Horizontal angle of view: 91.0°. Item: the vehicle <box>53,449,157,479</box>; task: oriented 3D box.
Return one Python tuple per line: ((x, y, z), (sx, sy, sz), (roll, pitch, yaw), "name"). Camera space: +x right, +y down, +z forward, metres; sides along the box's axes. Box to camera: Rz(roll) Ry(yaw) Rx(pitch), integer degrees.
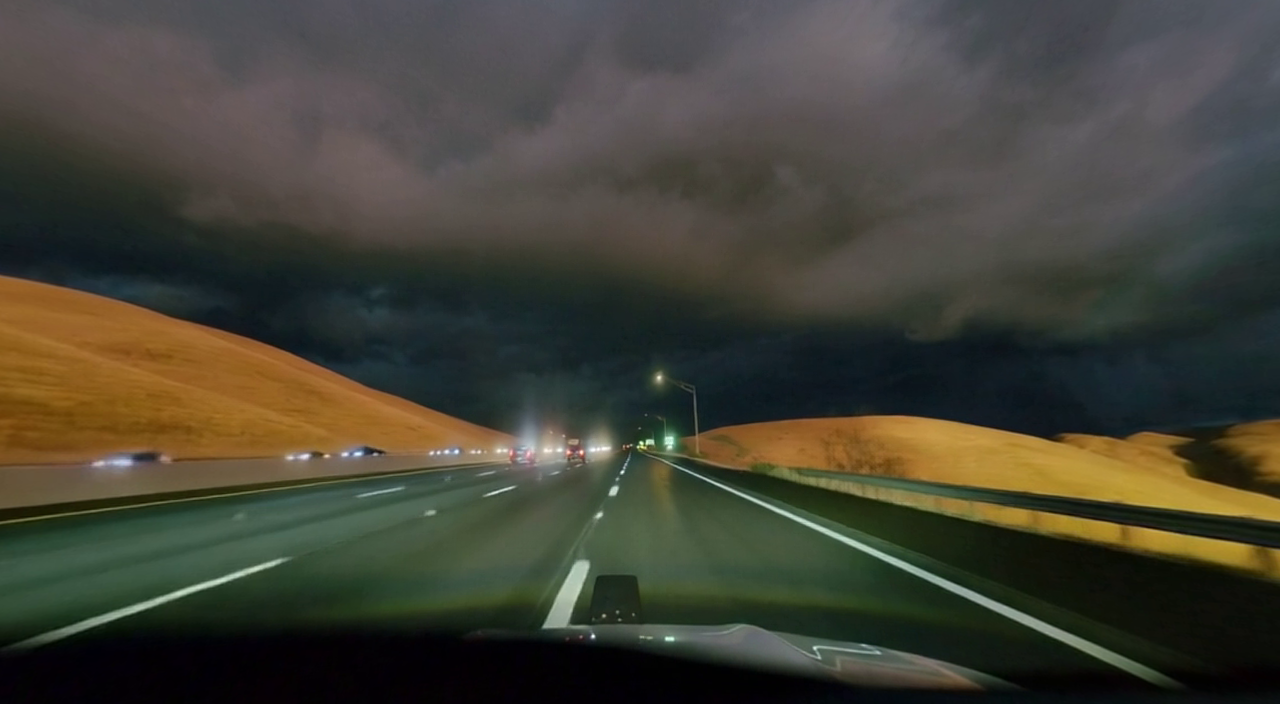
((-31.677, 6.603, 37.535), (1.976, 1.626, 4.919), (0, -9, -2), "vehicle")
